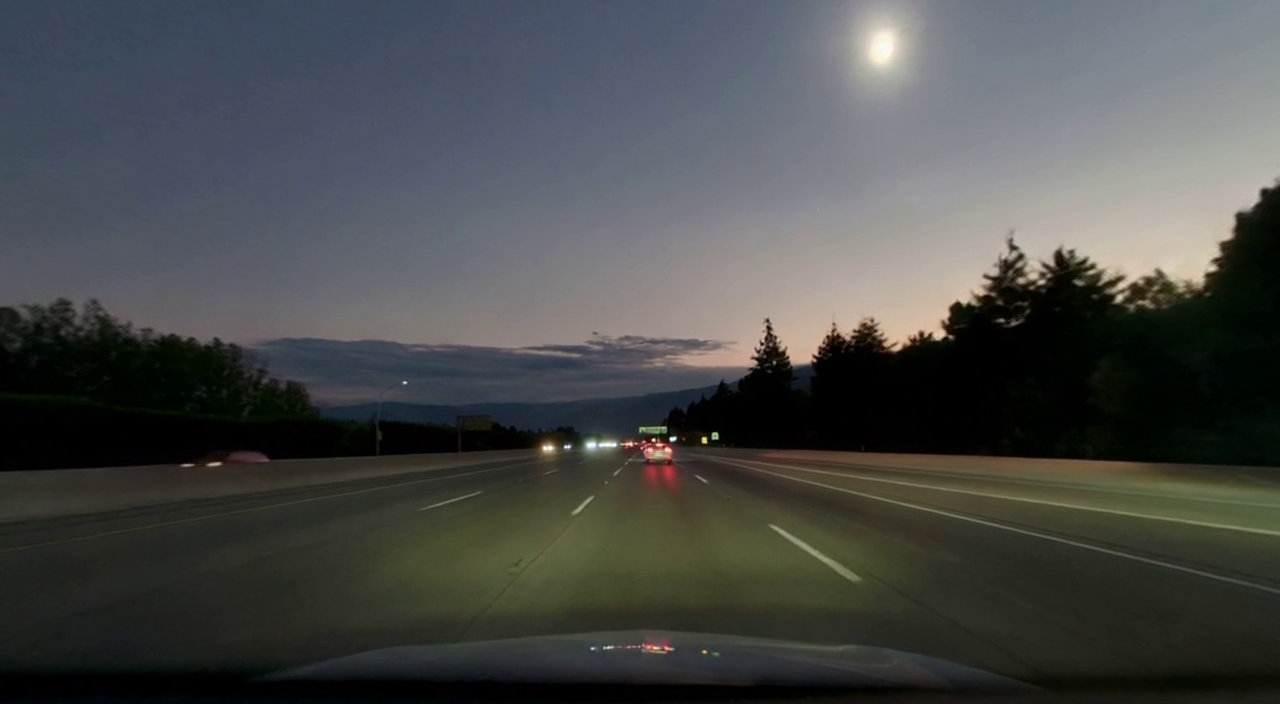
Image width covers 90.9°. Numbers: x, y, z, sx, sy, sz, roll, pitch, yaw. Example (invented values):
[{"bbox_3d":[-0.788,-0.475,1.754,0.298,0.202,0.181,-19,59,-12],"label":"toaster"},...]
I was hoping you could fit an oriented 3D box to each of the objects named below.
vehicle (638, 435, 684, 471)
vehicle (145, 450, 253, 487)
[{"bbox_3d":[1.038,5.395,33.840,2.260,1.766,4.348,0,-8,0],"label":"vehicle"},{"bbox_3d":[-21.471,5.657,31.000,1.967,1.650,4.627,0,-8,0],"label":"vehicle"}]
